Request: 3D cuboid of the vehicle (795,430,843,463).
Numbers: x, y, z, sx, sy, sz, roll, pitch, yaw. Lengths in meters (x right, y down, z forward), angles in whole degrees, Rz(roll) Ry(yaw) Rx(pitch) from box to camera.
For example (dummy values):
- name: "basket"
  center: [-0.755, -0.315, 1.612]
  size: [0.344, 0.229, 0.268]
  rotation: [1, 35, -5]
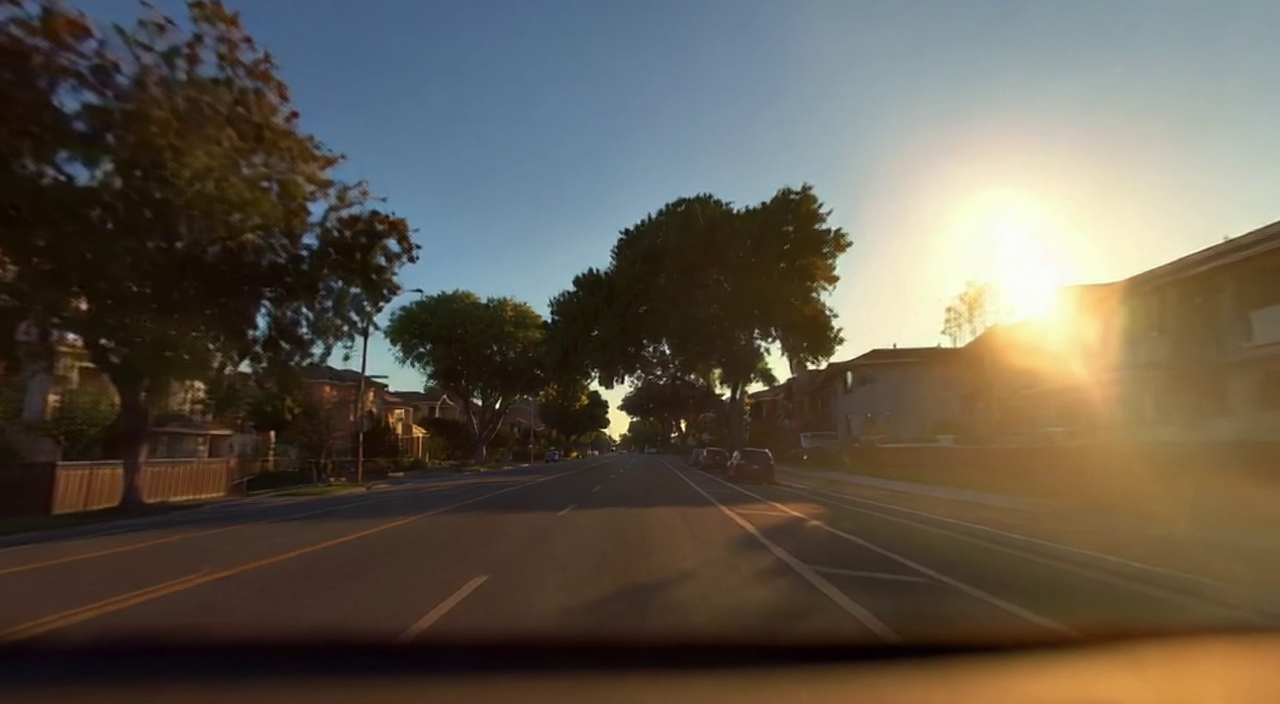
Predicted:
- name: "vehicle"
  center: [12.699, 6.644, 44.561]
  size: [2.330, 2.123, 6.314]
  rotation: [-3, -9, 23]

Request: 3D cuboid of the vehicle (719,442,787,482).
- name: "vehicle"
  center: [4.817, 4.781, 27.596]
  size: [1.971, 1.558, 4.895]
  rotation: [0, -9, -1]

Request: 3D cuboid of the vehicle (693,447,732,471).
- name: "vehicle"
  center: [4.883, 7.266, 43.314]
  size: [1.938, 1.464, 4.390]
  rotation: [-1, -8, -3]

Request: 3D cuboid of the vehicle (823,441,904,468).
- name: "vehicle"
  center: [13.207, 6.067, 37.520]
  size: [4.132, 1.535, 1.923]
  rotation: [0, -7, 2]
